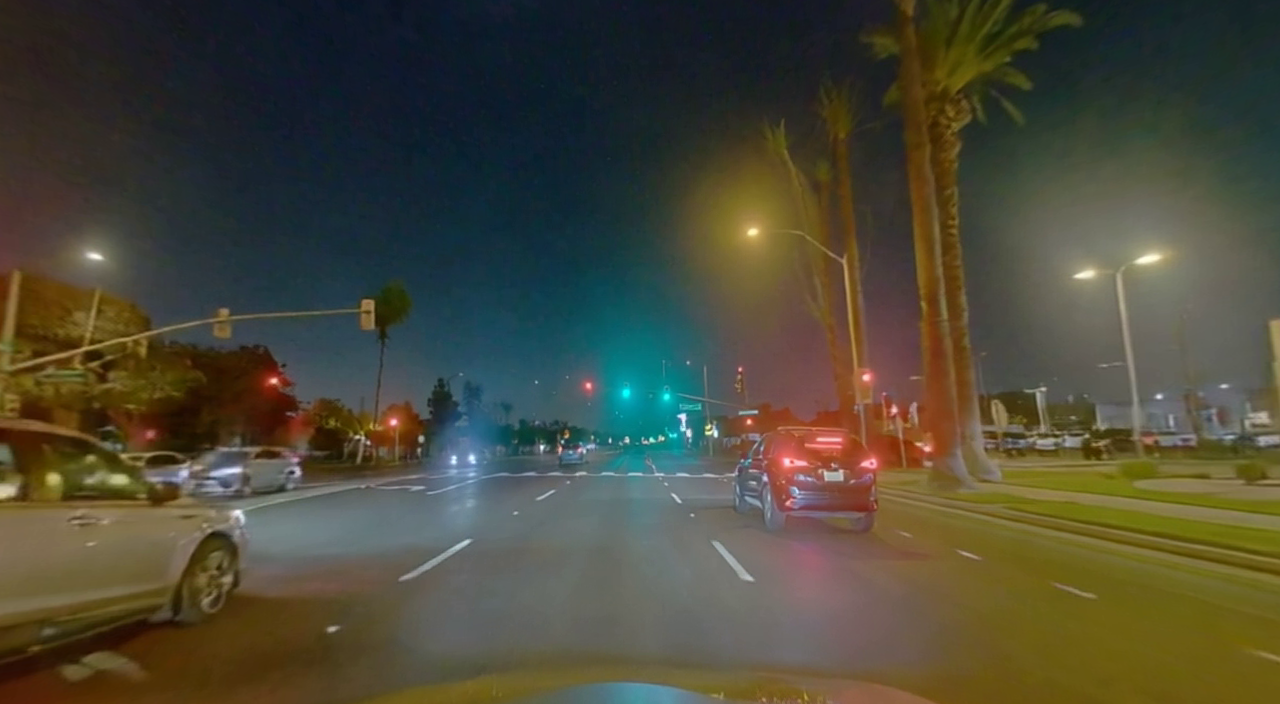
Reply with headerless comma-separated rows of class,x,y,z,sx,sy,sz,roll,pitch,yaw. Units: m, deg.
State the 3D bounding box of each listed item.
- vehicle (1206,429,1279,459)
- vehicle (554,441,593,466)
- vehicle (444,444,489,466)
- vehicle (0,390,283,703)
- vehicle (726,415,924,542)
vehicle,38.410,5.715,39.193,4.542,1.767,1.992,0,-8,3
vehicle,-4.107,6.324,39.565,2.034,1.498,3.995,0,-8,-1
vehicle,-12.712,7.531,46.614,1.991,1.517,4.760,0,-8,0
vehicle,-4.112,1.030,3.416,2.063,1.578,3.915,0,-8,-1
vehicle,2.826,2.040,10.834,1.982,1.711,4.276,0,-8,-2
